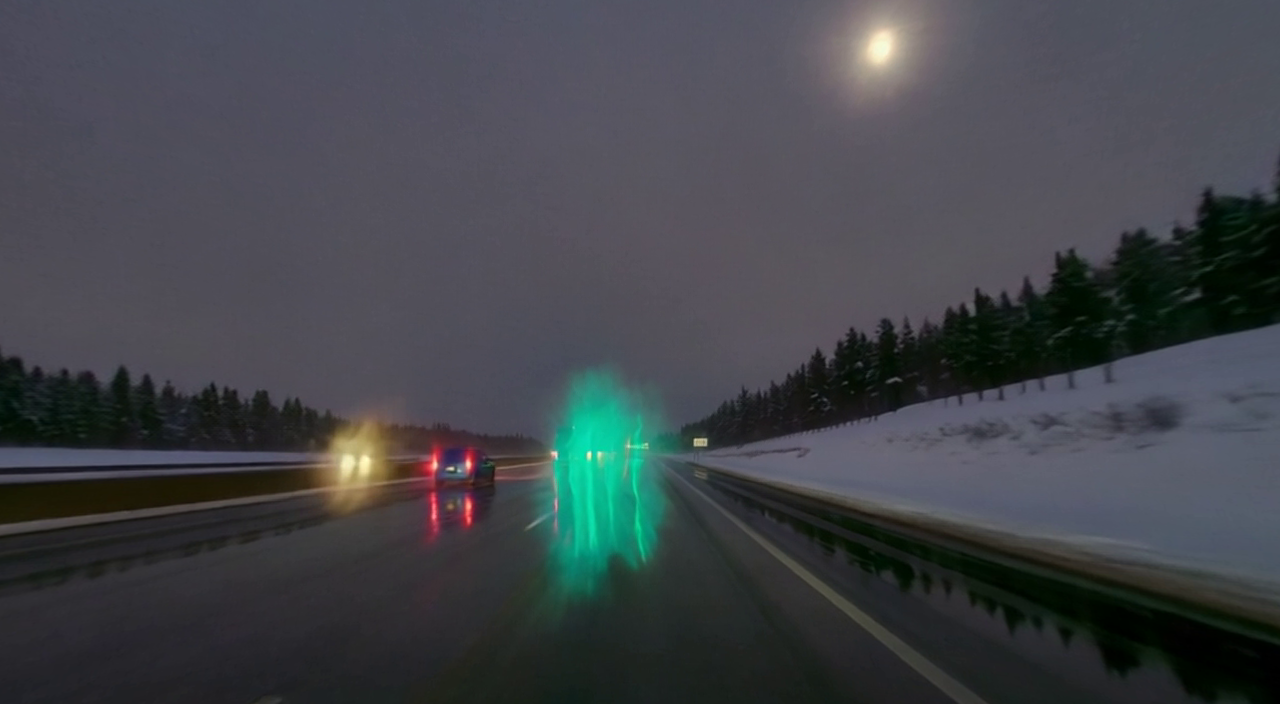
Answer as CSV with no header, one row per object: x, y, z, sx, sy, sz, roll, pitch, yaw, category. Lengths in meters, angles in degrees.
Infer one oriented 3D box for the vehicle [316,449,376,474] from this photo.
-19.560,7.306,42.188,1.860,1.533,4.386,0,-9,1,vehicle

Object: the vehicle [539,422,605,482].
-3.102,4.795,30.348,2.437,2.565,5.829,0,-9,1,vehicle

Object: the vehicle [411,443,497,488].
-7.502,4.603,25.929,2.164,1.664,4.252,0,-9,1,vehicle
